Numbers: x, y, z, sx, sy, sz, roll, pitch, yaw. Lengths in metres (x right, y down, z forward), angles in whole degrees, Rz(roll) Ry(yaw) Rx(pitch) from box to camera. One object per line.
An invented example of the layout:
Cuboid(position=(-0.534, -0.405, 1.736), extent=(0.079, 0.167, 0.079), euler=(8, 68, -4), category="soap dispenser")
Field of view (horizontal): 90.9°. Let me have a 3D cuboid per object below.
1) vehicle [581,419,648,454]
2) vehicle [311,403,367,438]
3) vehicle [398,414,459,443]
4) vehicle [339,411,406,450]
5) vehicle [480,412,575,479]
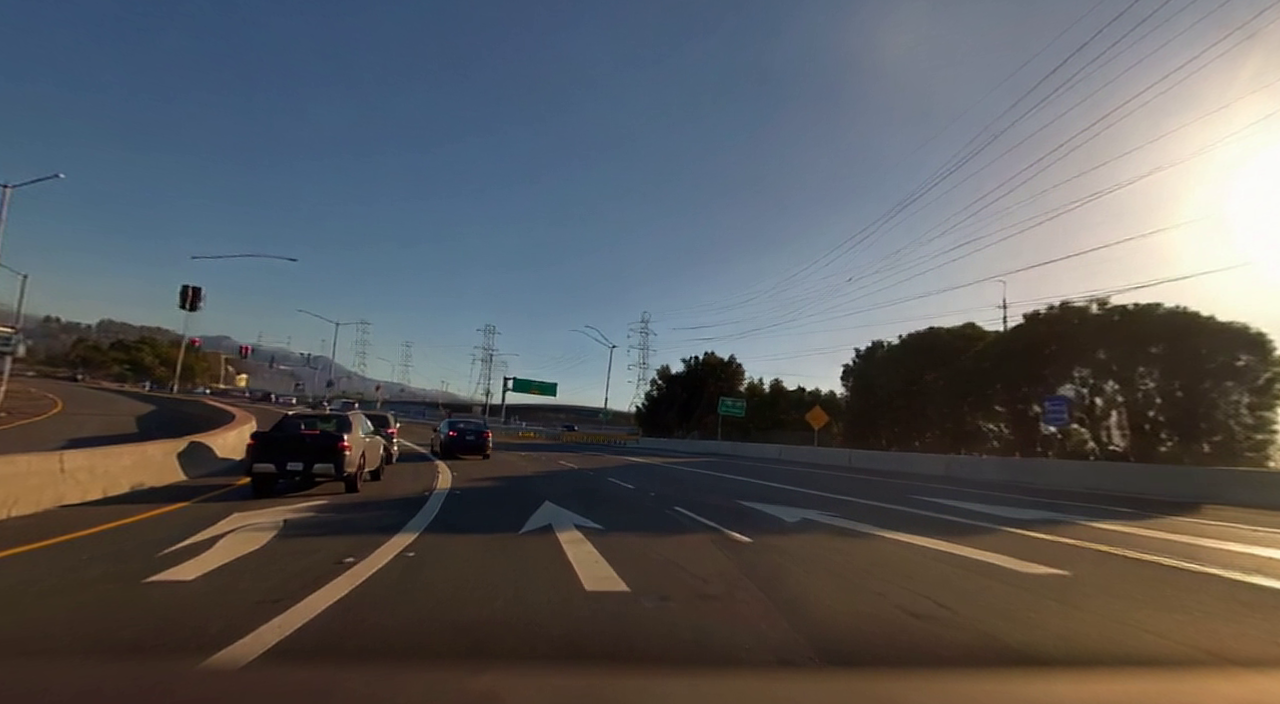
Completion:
Cuboid(position=(-1.567, 4.892, 36.222), extent=(2.079, 1.807, 4.682), euler=(4, -9, -27), category="vehicle")
Cuboid(position=(-16.544, 3.809, 34.543), extent=(2.076, 1.747, 4.285), euler=(6, -10, -33), category="vehicle")
Cuboid(position=(-11.803, 4.305, 35.019), extent=(1.832, 1.473, 4.364), euler=(6, -11, -37), category="vehicle")
Cuboid(position=(-11.686, 3.464, 27.364), extent=(2.033, 1.501, 4.623), euler=(5, -10, -29), category="vehicle")
Cuboid(position=(-3.454, 2.766, 18.673), extent=(2.140, 1.724, 4.304), euler=(3, -9, -18), category="vehicle")
